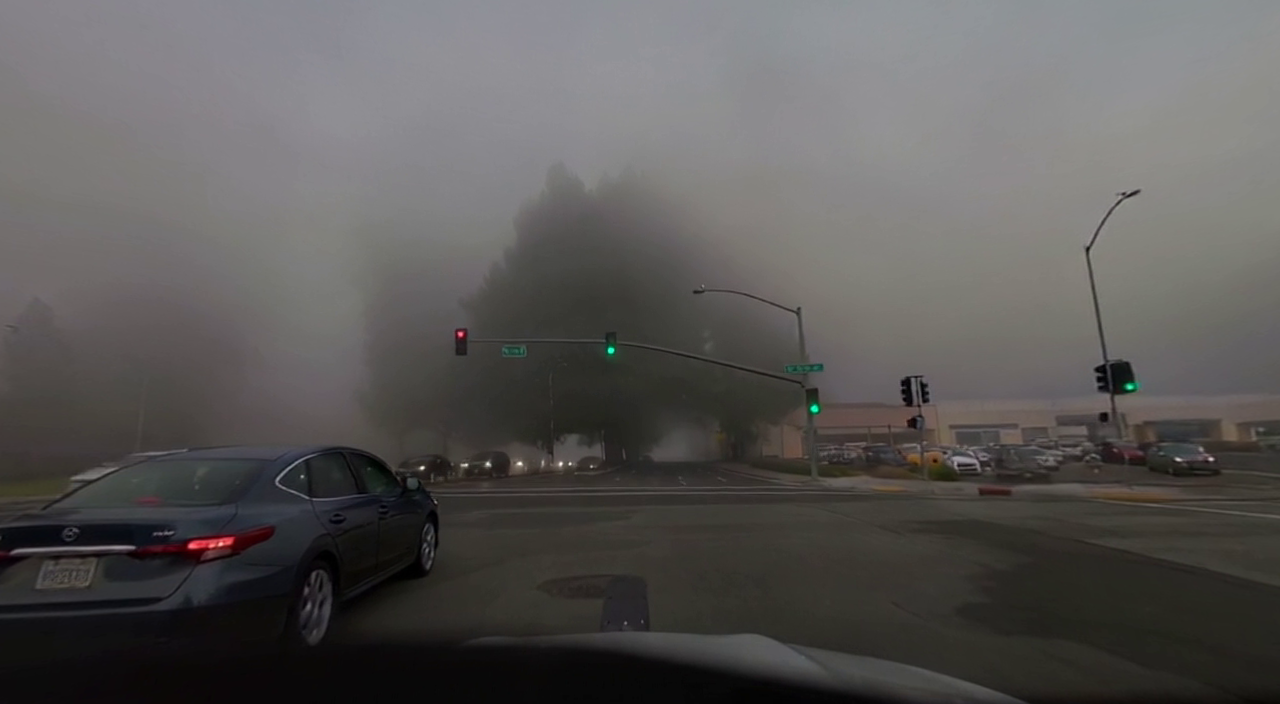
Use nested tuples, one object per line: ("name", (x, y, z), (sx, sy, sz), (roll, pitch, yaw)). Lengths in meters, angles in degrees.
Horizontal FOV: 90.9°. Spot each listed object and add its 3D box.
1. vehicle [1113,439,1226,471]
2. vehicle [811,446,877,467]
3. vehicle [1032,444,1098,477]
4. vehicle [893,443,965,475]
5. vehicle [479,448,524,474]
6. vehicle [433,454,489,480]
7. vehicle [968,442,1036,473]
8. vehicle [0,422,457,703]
("vehicle", (27.536, 5.318, 32.824), (4.678, 1.558, 1.883), (1, -9, -12))
("vehicle", (16.047, 8.214, 49.672), (4.594, 1.577, 1.789), (-5, -10, 30))
("vehicle", (20.032, 5.050, 29.612), (1.930, 1.410, 4.313), (-7, -11, 40))
("vehicle", (15.526, 5.714, 33.739), (2.060, 1.445, 4.712), (-10, -11, 41))
("vehicle", (-10.767, 8.483, 49.275), (2.120, 1.833, 4.650), (-1, -8, 4))
("vehicle", (-11.221, 7.214, 39.836), (2.001, 1.458, 4.278), (-1, -8, 4))
("vehicle", (17.957, 5.168, 31.191), (1.945, 1.434, 4.293), (-8, -11, 42))
("vehicle", (-3.098, 1.377, 4.887), (1.924, 1.482, 4.734), (0, -8, 0))
